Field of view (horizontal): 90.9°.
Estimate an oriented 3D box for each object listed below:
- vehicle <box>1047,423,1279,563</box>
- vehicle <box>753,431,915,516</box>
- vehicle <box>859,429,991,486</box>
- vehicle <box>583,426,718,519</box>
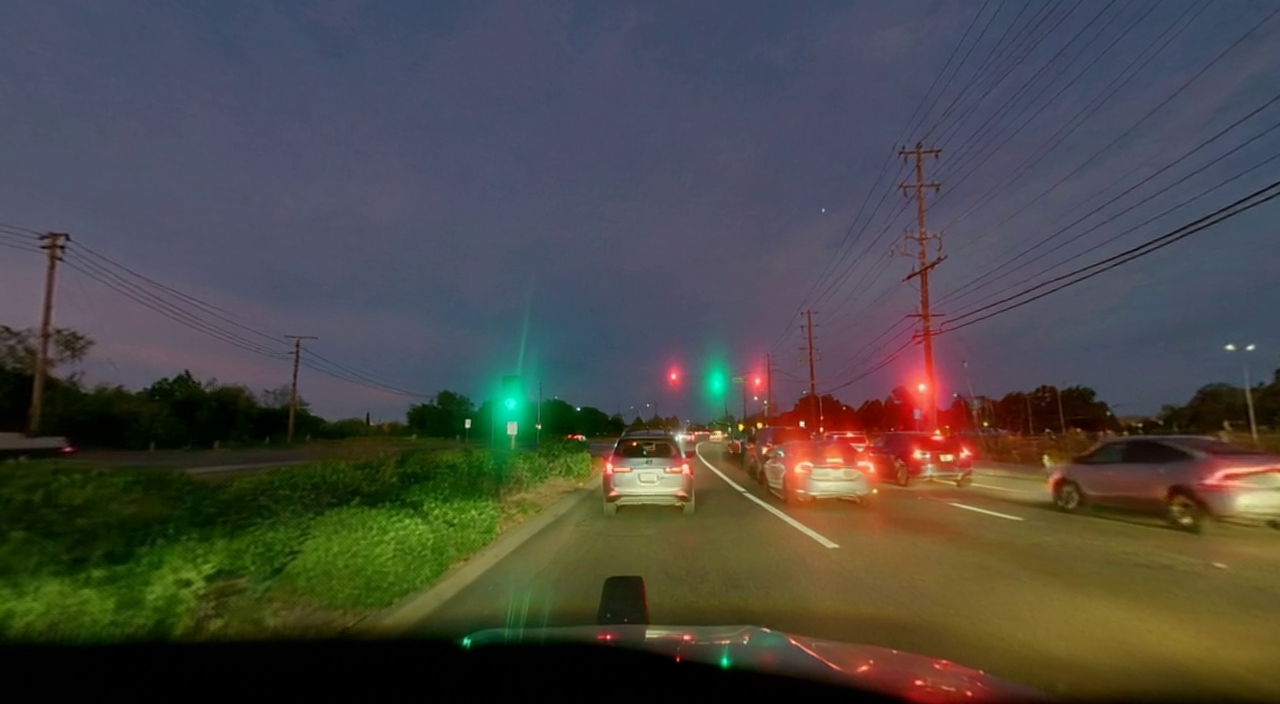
[{"bbox_3d":[7.914,1.776,8.557,1.905,1.483,4.469,-1,-8,2],"label":"vehicle"},{"bbox_3d":[3.775,2.444,13.253,2.028,1.454,4.531,0,-8,1],"label":"vehicle"},{"bbox_3d":[8.564,3.222,19.519,1.966,1.536,4.666,0,-8,1],"label":"vehicle"},{"bbox_3d":[0.191,2.309,12.557,2.208,1.498,4.401,0,-8,1],"label":"vehicle"}]
